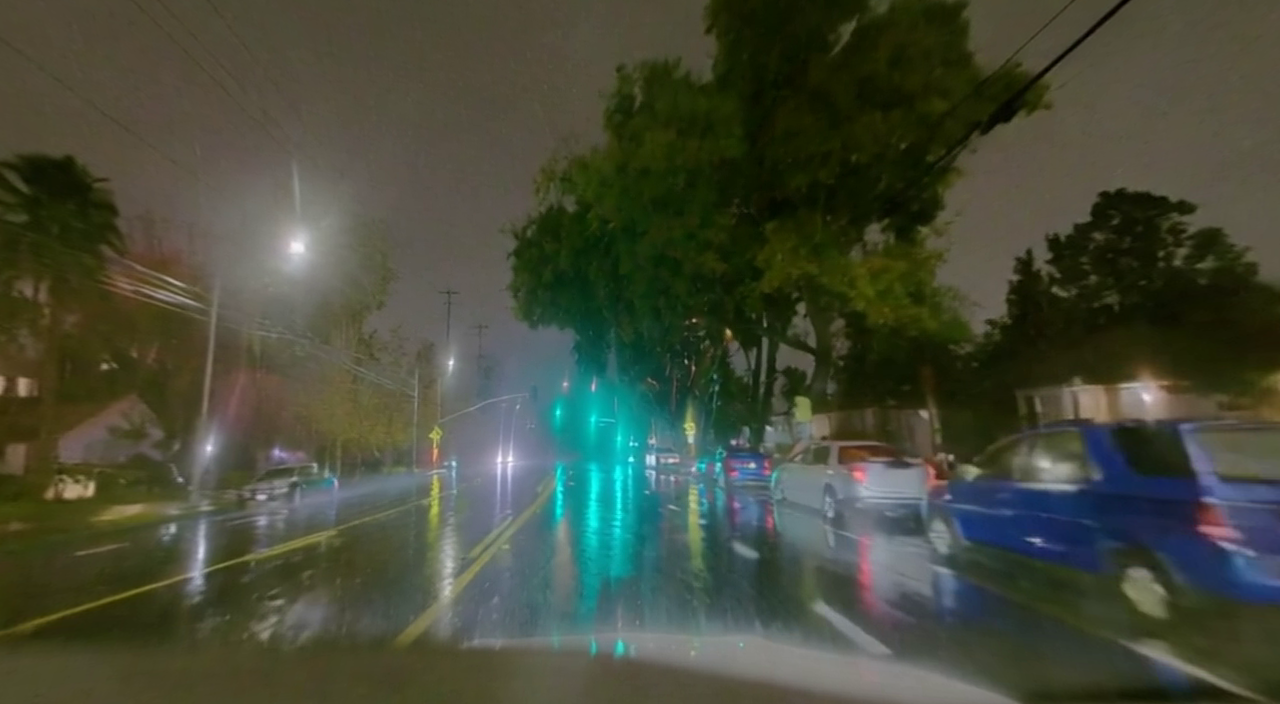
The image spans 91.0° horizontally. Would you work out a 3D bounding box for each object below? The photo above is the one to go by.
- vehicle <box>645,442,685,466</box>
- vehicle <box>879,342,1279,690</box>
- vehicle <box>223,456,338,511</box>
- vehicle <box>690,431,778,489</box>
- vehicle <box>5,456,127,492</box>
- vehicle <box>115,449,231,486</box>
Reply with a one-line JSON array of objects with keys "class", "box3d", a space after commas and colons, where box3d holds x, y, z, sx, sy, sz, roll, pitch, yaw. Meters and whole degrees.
[{"class": "vehicle", "box3d": [1.717, 7.282, 45.151, 2.350, 1.579, 4.765, 2, -8, -4]}, {"class": "vehicle", "box3d": [4.458, 1.360, 6.059, 2.385, 1.932, 4.949, 4, -9, 0]}, {"class": "vehicle", "box3d": [-12.654, 4.590, 22.481, 1.932, 1.468, 4.305, -5, -8, -5]}, {"class": "vehicle", "box3d": [3.282, 3.894, 23.175, 2.348, 1.804, 5.207, 2, -8, -1]}, {"class": "vehicle", "box3d": [-30.670, 6.511, 33.749, 4.320, 1.728, 2.107, 1, -8, -3]}, {"class": "vehicle", "box3d": [-25.324, 6.272, 34.266, 4.552, 1.857, 1.950, 1, -8, -4]}]
